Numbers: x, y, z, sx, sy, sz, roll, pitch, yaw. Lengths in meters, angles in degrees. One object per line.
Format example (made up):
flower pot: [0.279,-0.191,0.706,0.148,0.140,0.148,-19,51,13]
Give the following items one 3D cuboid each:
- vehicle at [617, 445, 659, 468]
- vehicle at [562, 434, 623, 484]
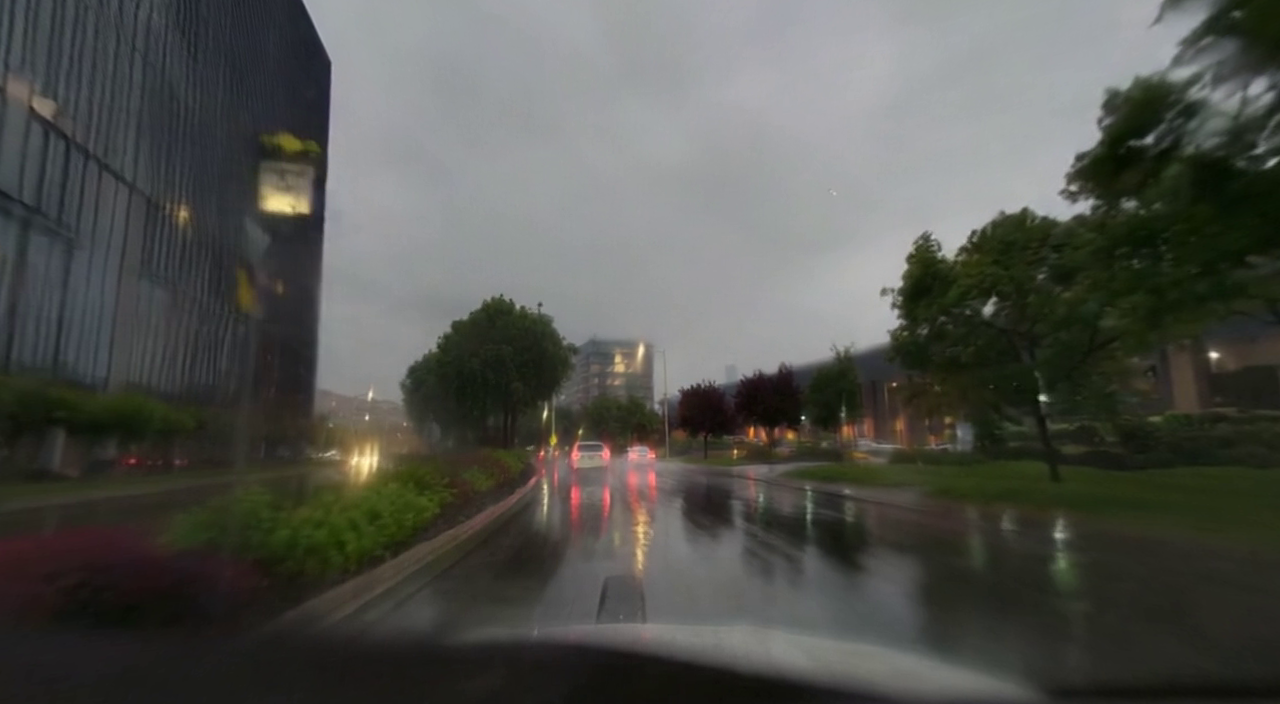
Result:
vehicle: [-0.198,7.263,44.057,2.116,1.506,4.355,2,-8,-11]
vehicle: [-1.924,4.163,24.851,2.173,1.761,4.374,1,-8,-6]
